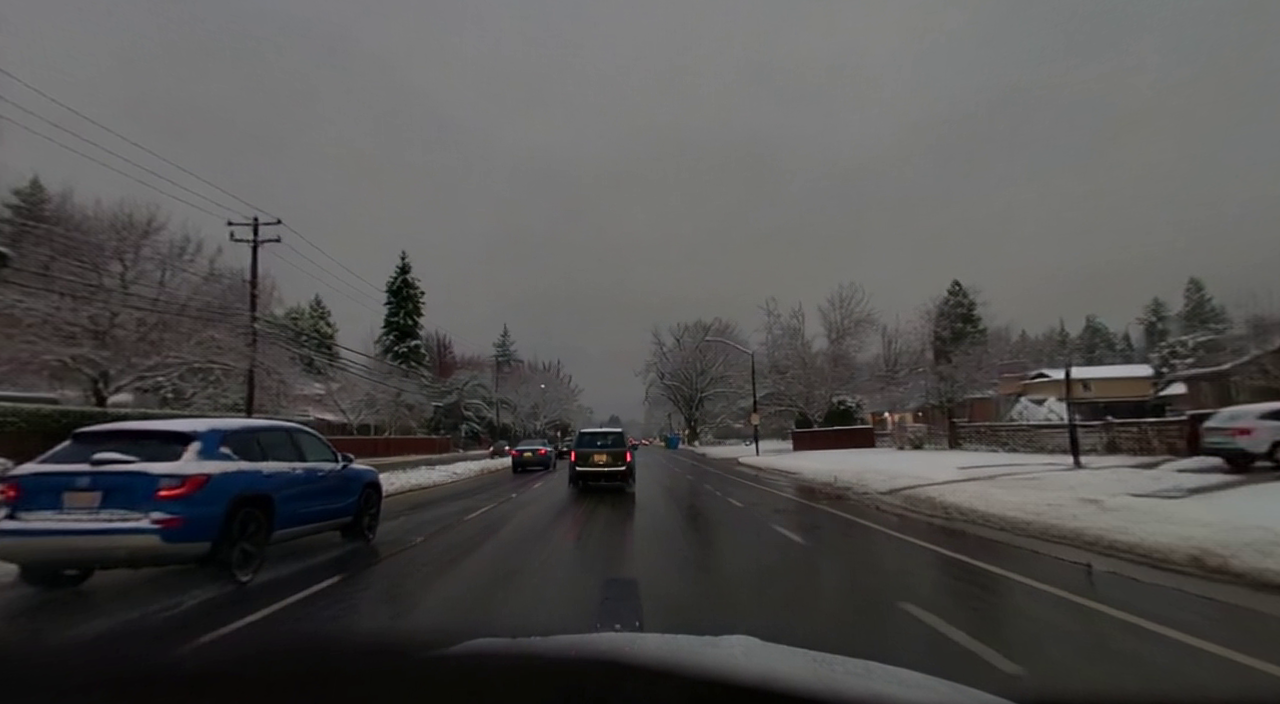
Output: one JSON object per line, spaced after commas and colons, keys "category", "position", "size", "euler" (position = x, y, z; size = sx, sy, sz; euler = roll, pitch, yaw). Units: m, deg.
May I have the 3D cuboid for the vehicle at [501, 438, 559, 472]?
{"category": "vehicle", "position": [-5.287, 5.009, 30.948], "size": [2.014, 1.493, 4.658], "euler": [0, -8, 0]}

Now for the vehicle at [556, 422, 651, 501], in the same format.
{"category": "vehicle", "position": [-0.836, 2.774, 16.396], "size": [2.131, 1.761, 4.242], "euler": [0, -8, -1]}

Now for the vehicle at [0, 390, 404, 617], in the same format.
{"category": "vehicle", "position": [-4.738, 1.492, 7.210], "size": [2.243, 1.722, 4.621], "euler": [0, -8, 1]}
